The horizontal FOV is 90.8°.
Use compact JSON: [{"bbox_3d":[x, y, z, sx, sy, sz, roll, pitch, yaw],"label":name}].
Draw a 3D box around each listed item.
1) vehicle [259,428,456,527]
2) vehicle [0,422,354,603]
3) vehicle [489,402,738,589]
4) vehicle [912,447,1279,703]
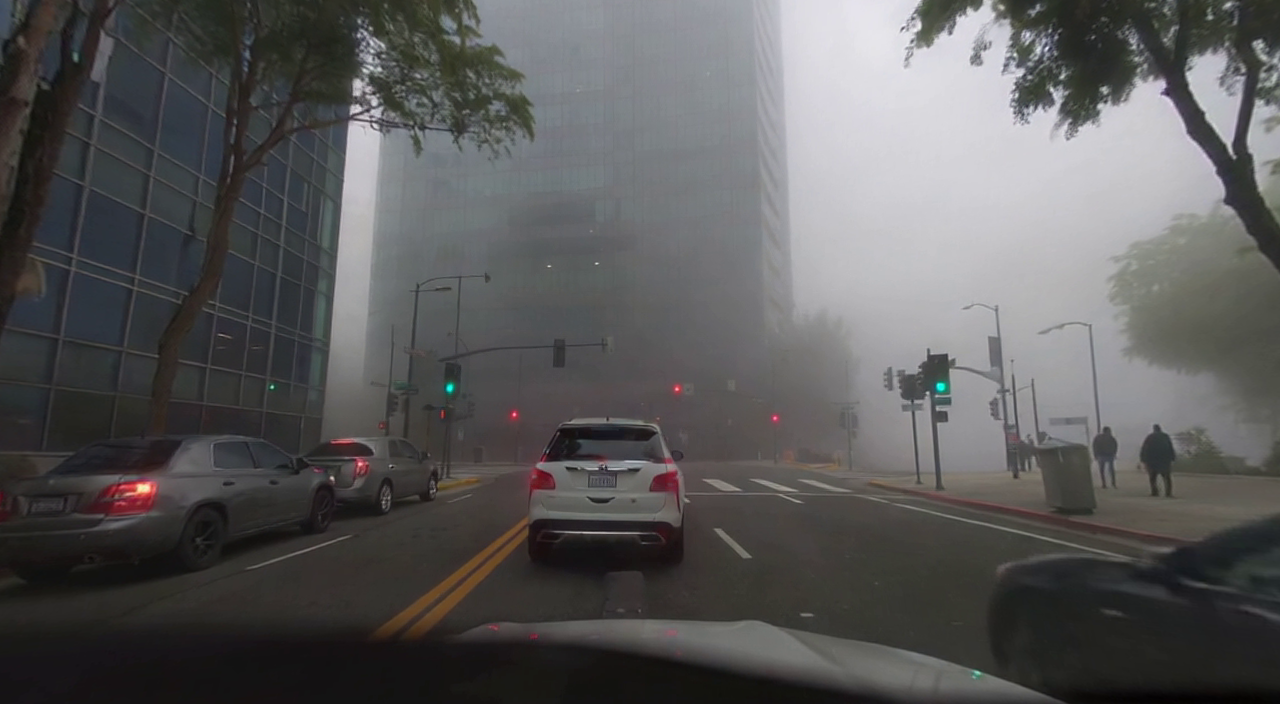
[{"bbox_3d":[-5.873,2.652,13.969,2.077,1.791,4.751,0,-9,1],"label":"vehicle"},{"bbox_3d":[-5.751,1.856,8.287,1.904,1.684,4.529,0,-9,-1],"label":"vehicle"},{"bbox_3d":[-0.228,1.599,7.785,2.258,1.687,3.934,0,-9,1],"label":"vehicle"},{"bbox_3d":[2.479,0.883,1.269,1.882,1.354,4.749,0,-9,2],"label":"vehicle"}]
